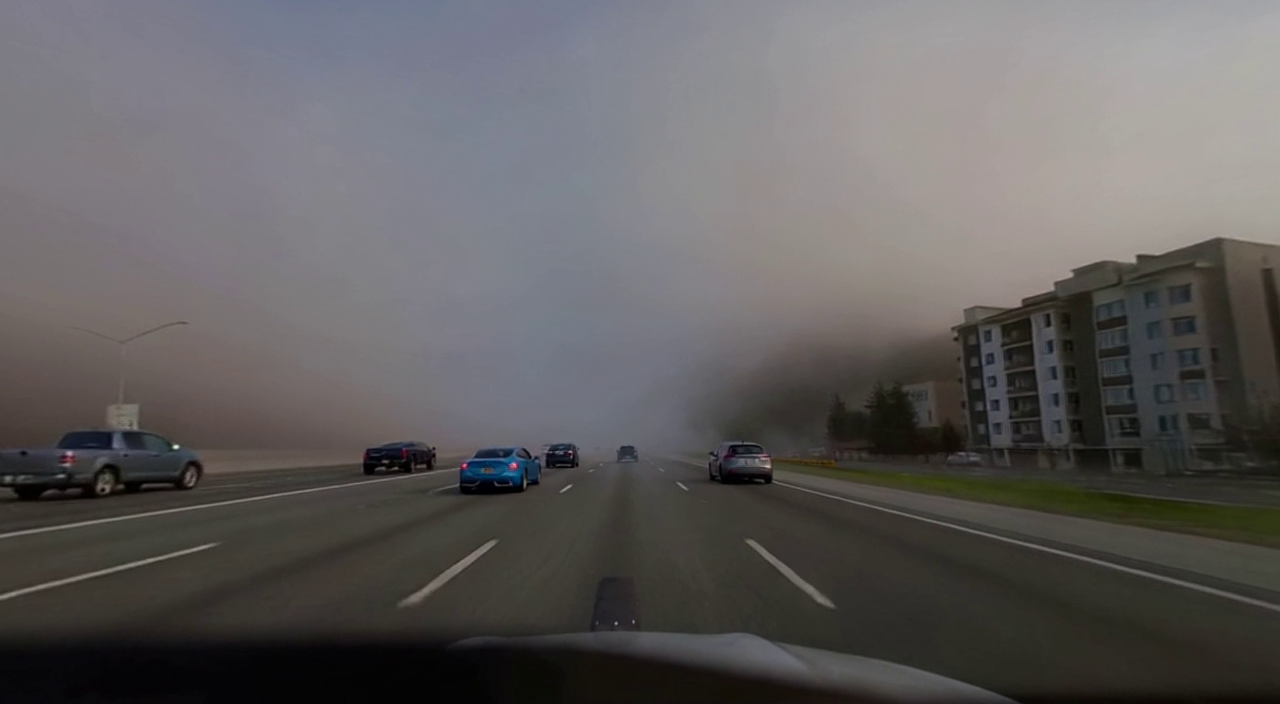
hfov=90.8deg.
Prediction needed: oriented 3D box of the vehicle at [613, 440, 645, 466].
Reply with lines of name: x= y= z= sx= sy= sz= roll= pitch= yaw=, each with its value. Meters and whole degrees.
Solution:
vehicle: x=-0.739 y=6.890 z=43.240 sx=2.053 sy=1.650 sz=3.945 roll=0 pitch=-8 yaw=-1

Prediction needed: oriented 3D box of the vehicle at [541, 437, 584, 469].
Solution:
vehicle: x=-4.610 y=6.086 z=38.245 sx=2.044 sy=1.774 sz=4.329 roll=0 pitch=-8 yaw=0

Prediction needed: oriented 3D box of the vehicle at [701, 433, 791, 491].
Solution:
vehicle: x=3.318 y=3.542 z=20.696 sx=2.061 sy=1.658 sz=4.417 roll=0 pitch=-8 yaw=-2

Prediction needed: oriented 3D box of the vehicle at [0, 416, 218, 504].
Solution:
vehicle: x=-15.256 y=2.963 z=17.788 sx=2.396 sy=1.999 sz=6.333 roll=0 pitch=-8 yaw=0

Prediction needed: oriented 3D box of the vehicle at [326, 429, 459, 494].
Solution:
vehicle: x=-7.525 y=3.381 z=19.893 sx=2.086 sy=1.776 sz=5.080 roll=0 pitch=-8 yaw=0

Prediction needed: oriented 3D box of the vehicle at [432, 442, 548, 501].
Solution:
vehicle: x=-3.987 y=3.241 z=17.667 sx=2.124 sy=1.426 sz=4.444 roll=0 pitch=-8 yaw=0
